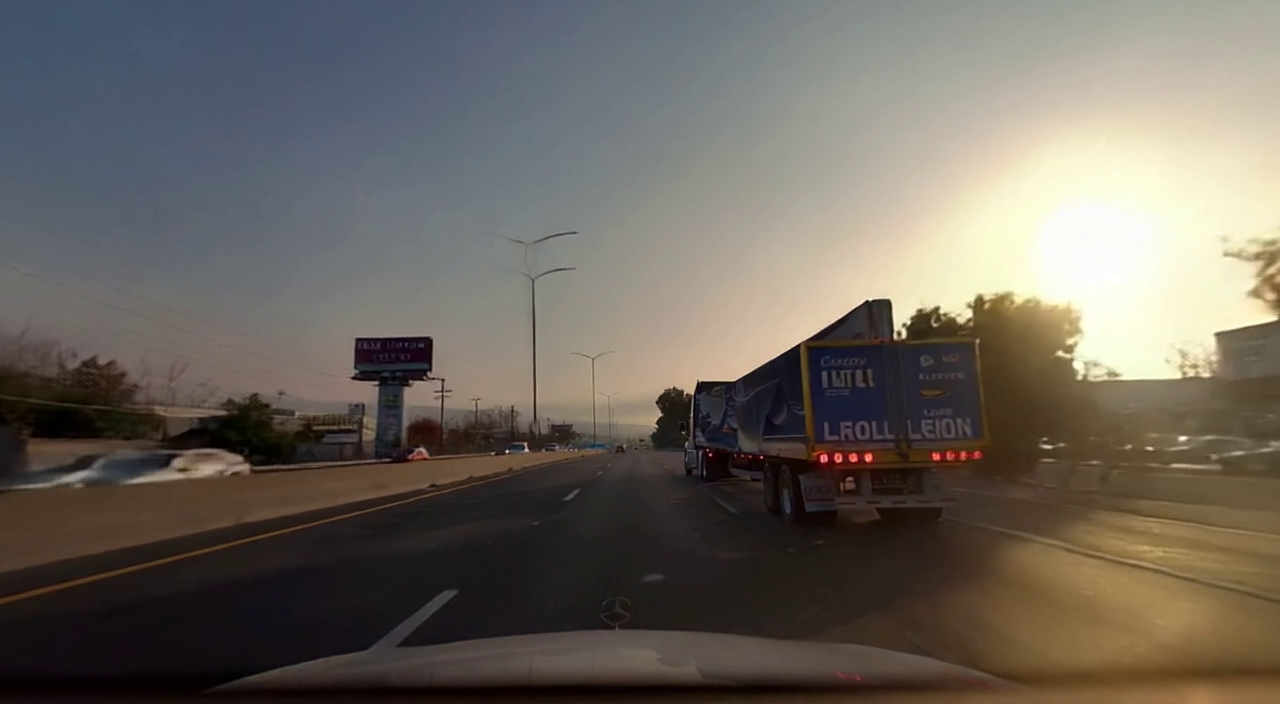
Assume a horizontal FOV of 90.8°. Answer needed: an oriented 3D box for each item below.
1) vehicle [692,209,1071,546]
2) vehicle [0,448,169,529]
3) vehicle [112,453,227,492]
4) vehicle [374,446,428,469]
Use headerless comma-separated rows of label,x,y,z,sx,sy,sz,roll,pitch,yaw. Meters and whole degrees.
vehicle,3.746,1.525,16.675,2.891,4.387,17.121,0,-9,-1
vehicle,-10.864,2.472,11.947,1.423,1.311,3.159,0,-9,0
vehicle,-18.379,4.694,24.882,1.790,1.357,3.540,0,-9,0
vehicle,-15.056,6.666,40.023,1.825,1.400,3.849,0,-9,1
